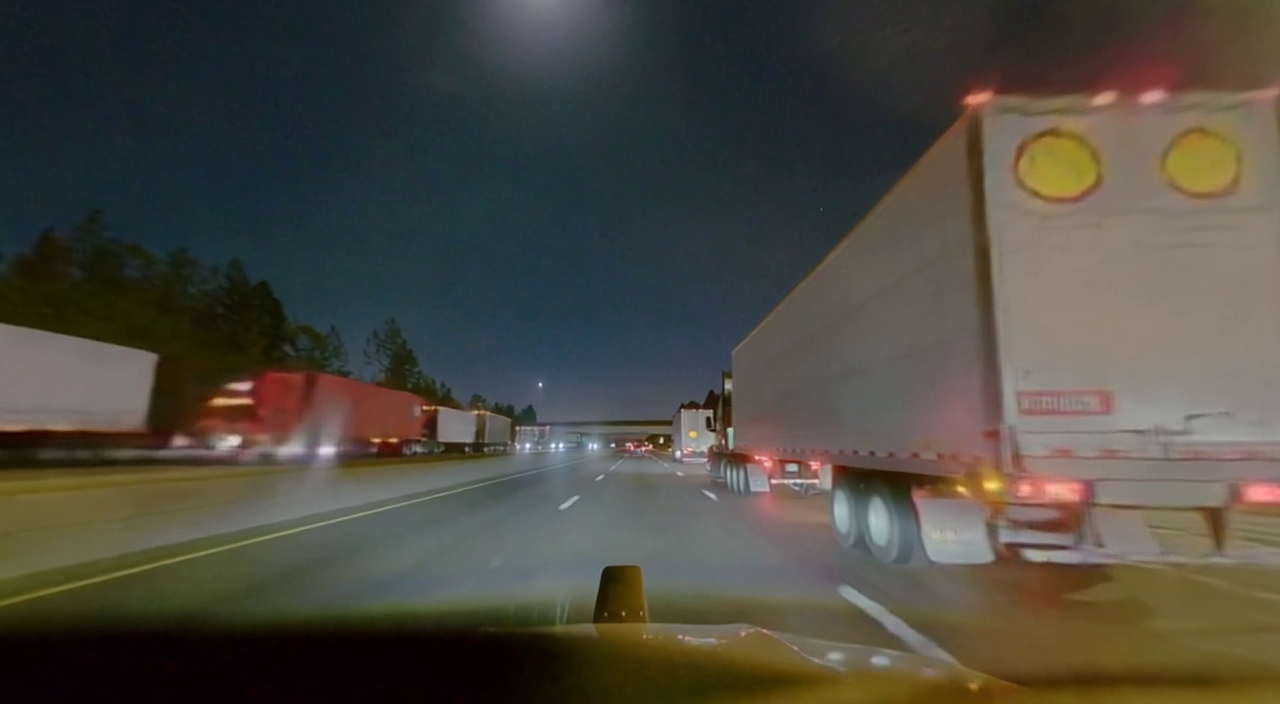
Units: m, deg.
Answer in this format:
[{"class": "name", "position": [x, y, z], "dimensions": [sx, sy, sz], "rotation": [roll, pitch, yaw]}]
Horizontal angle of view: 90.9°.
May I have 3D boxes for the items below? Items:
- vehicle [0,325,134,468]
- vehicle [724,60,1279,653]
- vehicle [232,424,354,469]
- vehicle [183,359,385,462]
[{"class": "vehicle", "position": [-19.587, 0.883, 15.476], "dimensions": [2.789, 4.028, 13.994], "rotation": [0, -9, 0]}, {"class": "vehicle", "position": [3.976, 0.942, 11.149], "dimensions": [2.922, 3.987, 14.038], "rotation": [0, -9, -1]}, {"class": "vehicle", "position": [-12.173, 3.362, 22.486], "dimensions": [1.887, 1.438, 4.350], "rotation": [0, -9, 0]}, {"class": "vehicle", "position": [-15.739, 3.039, 29.517], "dimensions": [2.961, 3.904, 11.068], "rotation": [0, -9, 0]}]
